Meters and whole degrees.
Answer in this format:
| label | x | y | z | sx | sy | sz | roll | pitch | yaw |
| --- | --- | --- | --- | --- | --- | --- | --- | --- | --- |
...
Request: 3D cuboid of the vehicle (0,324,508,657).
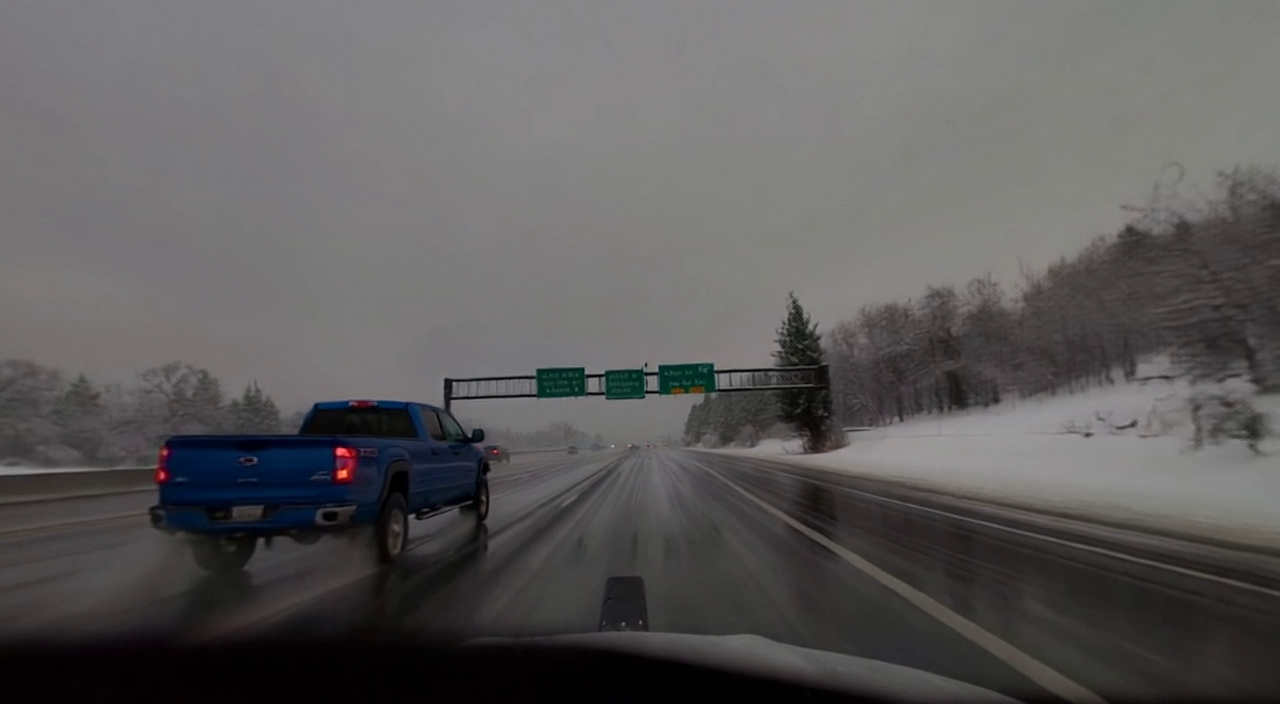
| label | x | y | z | sx | sy | sz | roll | pitch | yaw |
| --- | --- | --- | --- | --- | --- | --- | --- | --- | --- |
| vehicle | -3.500 | 1.296 | 7.067 | 2.601 | 2.084 | 6.068 | 0 | -8 | 1 |
